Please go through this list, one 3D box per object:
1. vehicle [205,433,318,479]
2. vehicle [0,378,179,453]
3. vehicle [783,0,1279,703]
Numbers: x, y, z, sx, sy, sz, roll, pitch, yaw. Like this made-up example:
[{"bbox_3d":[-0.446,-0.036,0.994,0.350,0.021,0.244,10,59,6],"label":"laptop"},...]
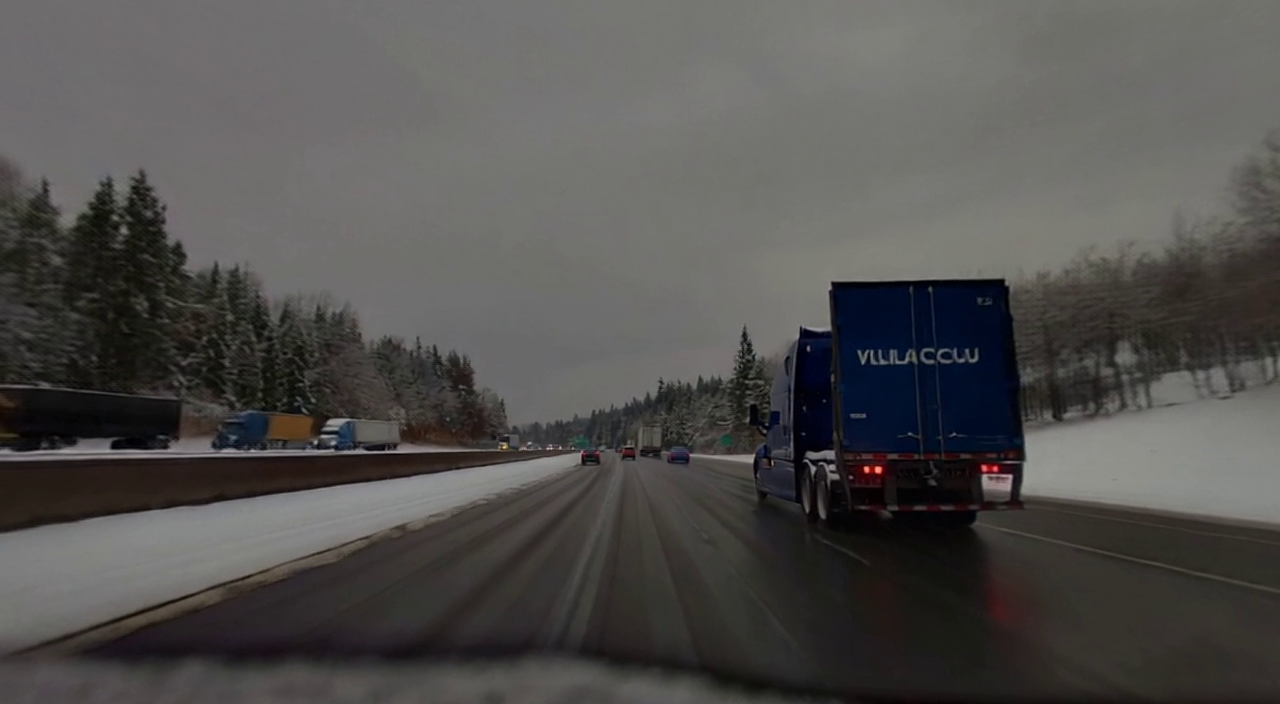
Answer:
[{"bbox_3d":[-13.919,3.846,23.465,1.949,1.543,3.691,0,-9,-2],"label":"vehicle"},{"bbox_3d":[-36.191,4.436,40.267,2.904,3.980,13.490,-1,-9,2],"label":"vehicle"},{"bbox_3d":[4.406,0.127,5.162,2.847,4.075,14.244,0,-9,-1],"label":"vehicle"}]
